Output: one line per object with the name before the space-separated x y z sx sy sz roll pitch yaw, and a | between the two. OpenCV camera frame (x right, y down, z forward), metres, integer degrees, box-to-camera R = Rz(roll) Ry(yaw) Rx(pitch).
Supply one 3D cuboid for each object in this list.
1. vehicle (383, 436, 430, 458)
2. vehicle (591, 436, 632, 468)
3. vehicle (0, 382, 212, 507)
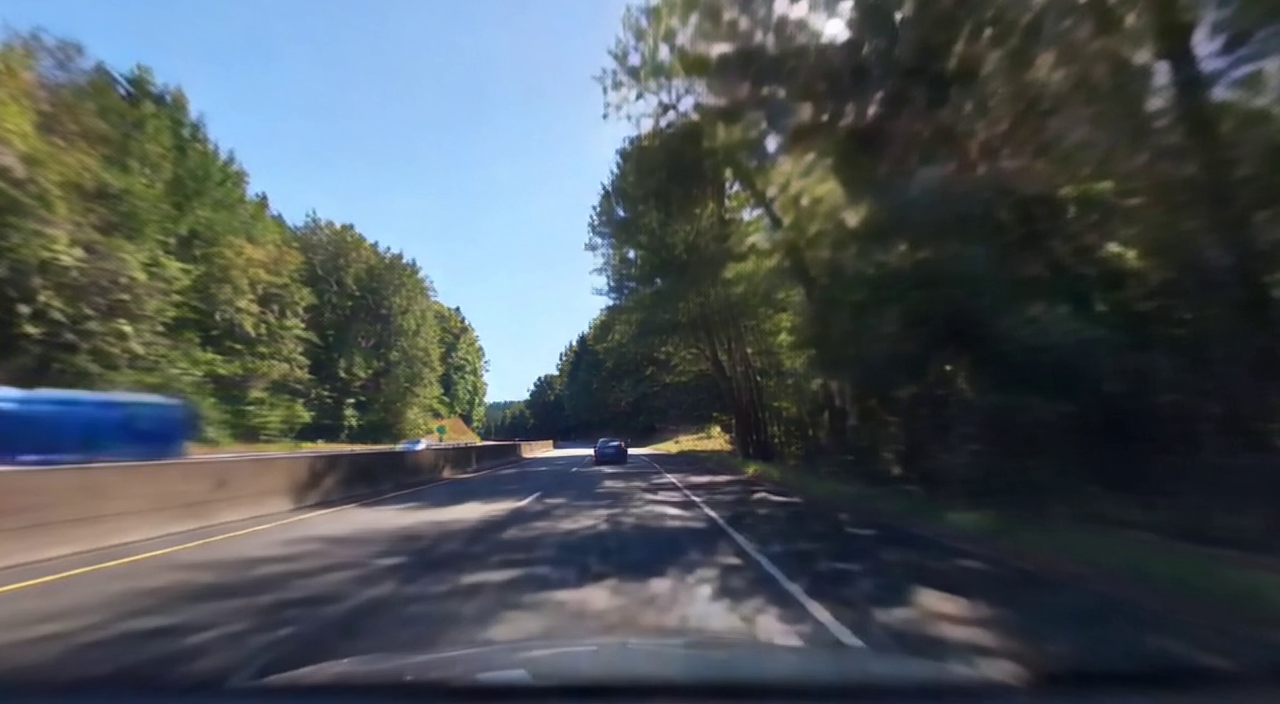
vehicle | -16.529 6.727 44.805 1.923 1.487 4.154 0 -8 -2
vehicle | -1.425 5.125 32.528 2.004 1.515 3.968 0 -8 -1
vehicle | -11.496 1.832 12.516 2.237 1.989 5.436 0 -8 -1
